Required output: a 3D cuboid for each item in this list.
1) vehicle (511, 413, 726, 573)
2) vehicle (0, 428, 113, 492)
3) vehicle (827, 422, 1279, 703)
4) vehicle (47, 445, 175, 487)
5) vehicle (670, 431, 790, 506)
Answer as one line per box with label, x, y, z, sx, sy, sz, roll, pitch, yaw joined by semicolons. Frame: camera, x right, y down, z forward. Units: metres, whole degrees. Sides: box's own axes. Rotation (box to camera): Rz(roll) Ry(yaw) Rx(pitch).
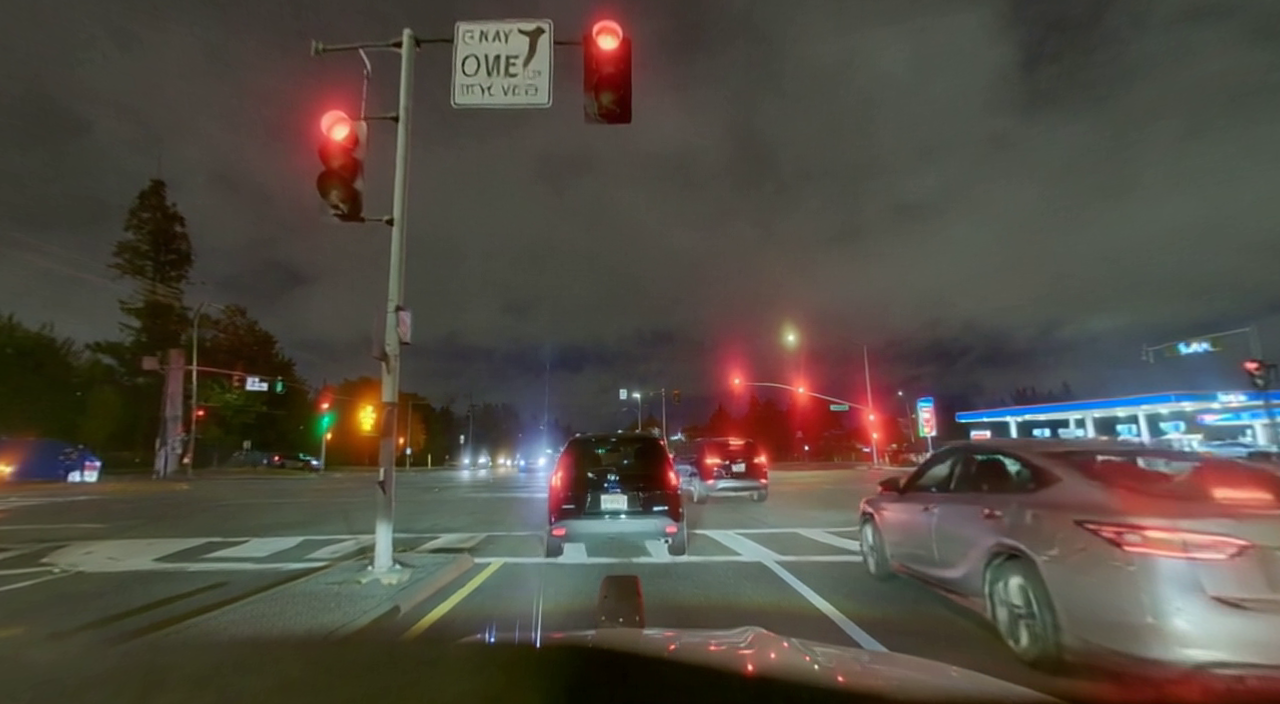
vehicle;-0.331;1.907;9.329;2.351;1.733;4.616;0;-9;-3
vehicle;-28.904;5.000;29.339;6.772;2.769;2.305;-1;-9;3
vehicle;3.186;1.388;5.013;1.965;1.460;4.581;0;-9;0
vehicle;-26.596;5.733;31.877;4.658;1.911;2.162;-2;-9;5
vehicle;2.296;3.149;17.483;2.060;1.783;4.411;1;-9;-9
